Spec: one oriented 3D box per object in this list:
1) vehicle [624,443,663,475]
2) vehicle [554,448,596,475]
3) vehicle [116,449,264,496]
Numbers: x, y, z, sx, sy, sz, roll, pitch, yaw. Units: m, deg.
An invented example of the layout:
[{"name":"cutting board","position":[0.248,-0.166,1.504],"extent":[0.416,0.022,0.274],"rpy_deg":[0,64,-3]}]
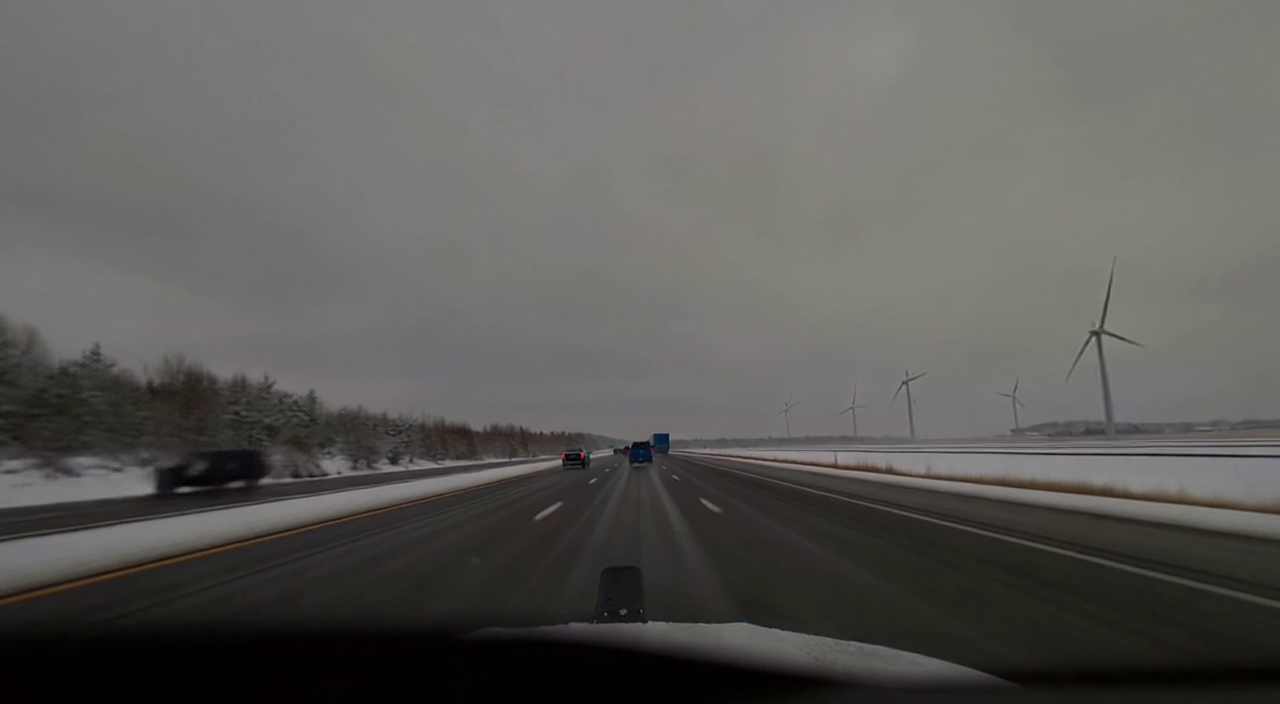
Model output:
[{"name":"vehicle","position":[0.189,6.118,36.192],"extent":[2.083,1.689,4.083],"rpy_deg":[0,-9,0]},{"name":"vehicle","position":[-3.752,6.392,37.030],"extent":[1.984,1.491,4.341],"rpy_deg":[0,-9,1]},{"name":"vehicle","position":[-18.745,5.017,26.720],"extent":[2.110,1.747,5.663],"rpy_deg":[0,-9,-1]}]
